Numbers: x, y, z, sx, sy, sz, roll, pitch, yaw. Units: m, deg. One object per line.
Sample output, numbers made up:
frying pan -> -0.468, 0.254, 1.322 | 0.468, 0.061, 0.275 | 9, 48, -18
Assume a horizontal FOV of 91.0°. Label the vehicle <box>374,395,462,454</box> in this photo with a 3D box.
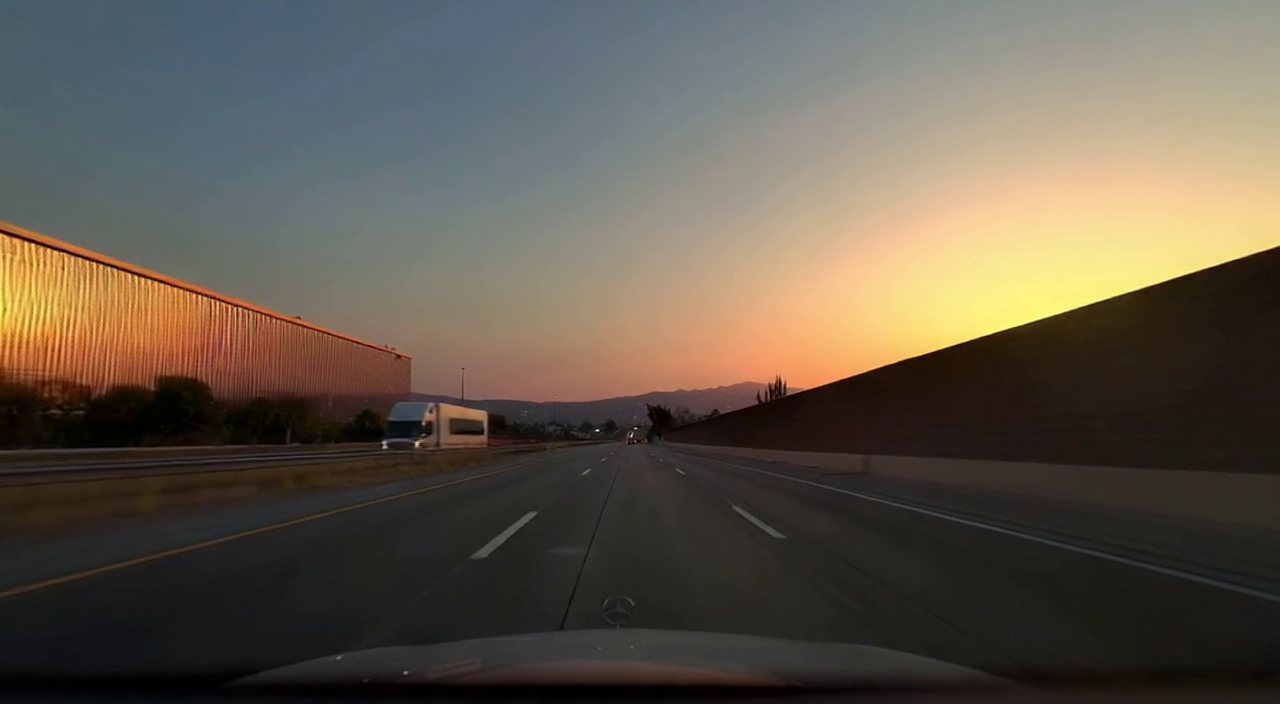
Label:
vehicle -> -16.108, 5.492, 46.746 | 2.898, 3.893, 10.289 | 0, -8, -1
